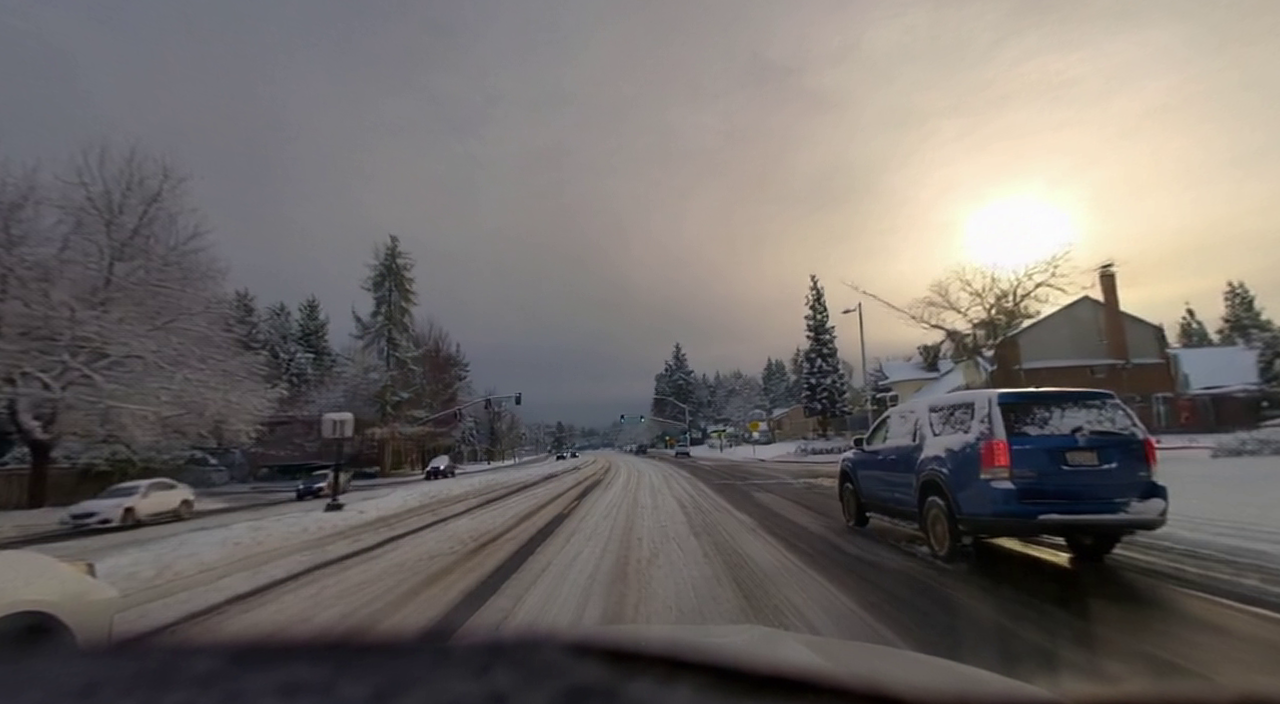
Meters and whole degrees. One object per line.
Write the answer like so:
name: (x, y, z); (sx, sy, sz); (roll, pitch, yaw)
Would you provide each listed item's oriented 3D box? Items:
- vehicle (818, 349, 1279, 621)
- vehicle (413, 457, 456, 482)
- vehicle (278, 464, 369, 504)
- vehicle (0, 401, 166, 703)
vehicle: (4.101, 1.447, 7.753); (2.338, 2.063, 5.592); (-2, -9, 2)
vehicle: (-15.865, 9.048, 48.801); (2.077, 1.704, 4.602); (-1, -9, -4)
vehicle: (-14.559, 6.066, 29.357); (1.967, 1.512, 4.901); (-1, -9, -3)
vehicle: (-3.679, 0.844, 1.174); (2.058, 1.659, 4.514); (-1, -9, 0)
